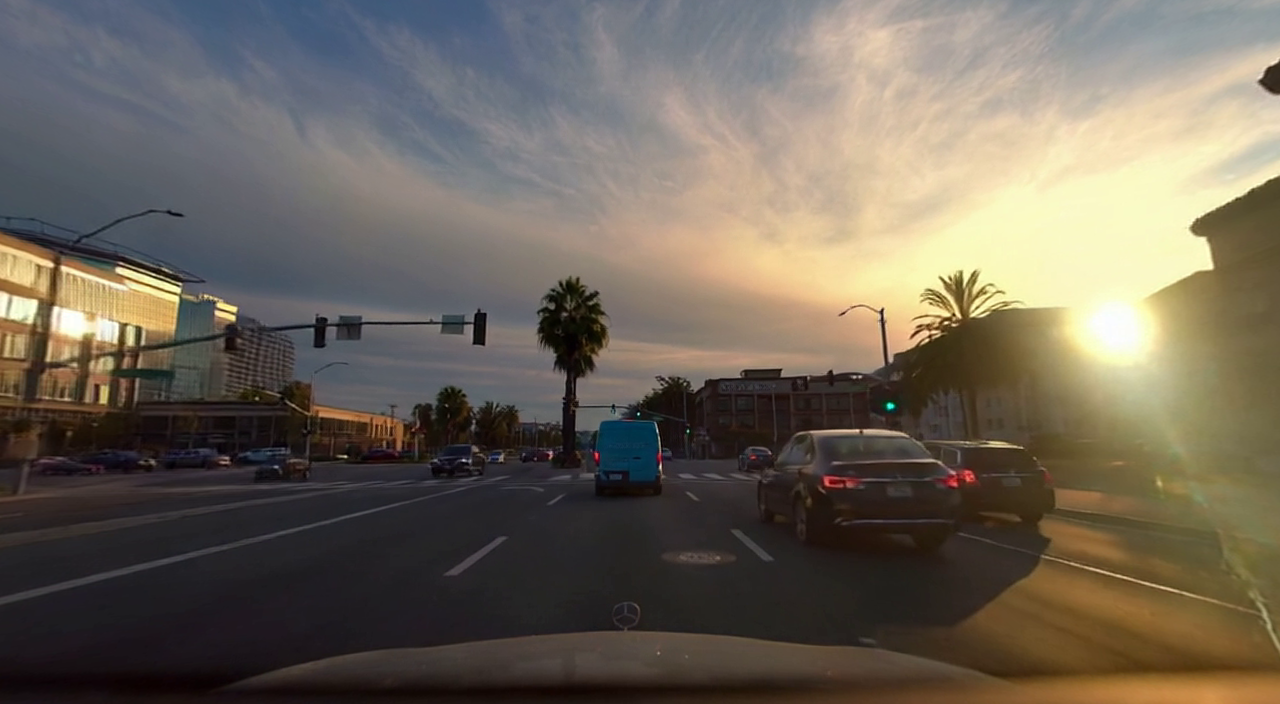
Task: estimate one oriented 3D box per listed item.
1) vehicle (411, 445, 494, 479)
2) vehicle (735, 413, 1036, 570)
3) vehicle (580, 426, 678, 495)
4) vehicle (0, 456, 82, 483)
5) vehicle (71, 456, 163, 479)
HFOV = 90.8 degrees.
[{"bbox_3d":[-10.074,5.833,33.795,4.681,1.653,2.109,-8,-12,43],"label":"vehicle"},{"bbox_3d":[3.142,1.935,9.615,2.462,1.736,4.899,0,-9,-2],"label":"vehicle"},{"bbox_3d":[-0.449,3.609,21.422,2.848,1.991,5.706,0,-9,-3],"label":"vehicle"},{"bbox_3d":[-41.084,7.941,42.795,4.485,1.732,2.120,0,-9,-1],"label":"vehicle"},{"bbox_3d":[-38.764,8.552,46.951,4.644,1.622,2.315,0,-9,-3],"label":"vehicle"}]
